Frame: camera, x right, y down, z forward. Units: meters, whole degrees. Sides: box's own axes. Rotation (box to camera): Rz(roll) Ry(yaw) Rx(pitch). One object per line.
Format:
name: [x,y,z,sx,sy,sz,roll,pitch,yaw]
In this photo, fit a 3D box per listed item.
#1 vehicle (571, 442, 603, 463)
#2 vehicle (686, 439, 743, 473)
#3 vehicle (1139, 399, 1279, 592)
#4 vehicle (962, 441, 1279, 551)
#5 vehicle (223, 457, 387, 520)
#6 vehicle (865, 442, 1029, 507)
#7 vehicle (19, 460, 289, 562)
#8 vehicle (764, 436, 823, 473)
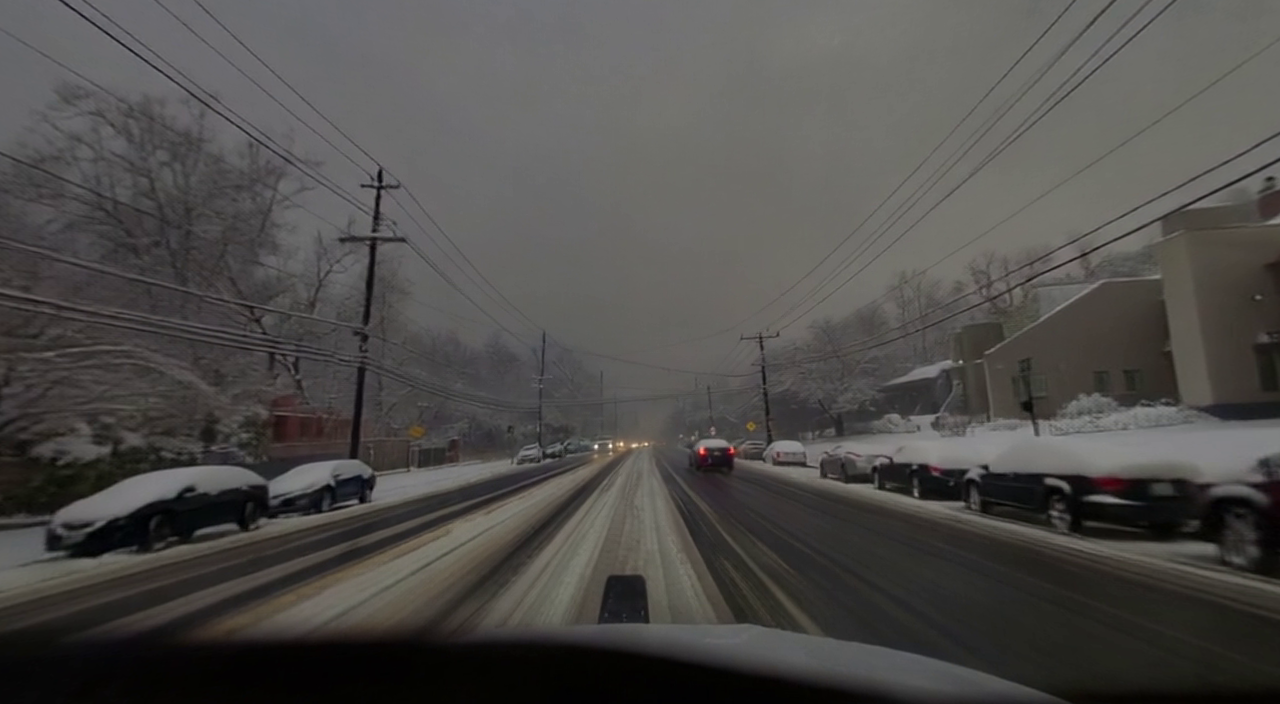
vehicle: [-4.028,7.704,48.404,1.989,1.474,4.112,-1,-9,2]
vehicle: [3.519,5.029,30.643,2.059,1.489,4.629,0,-9,-2]
vehicle: [7.625,1.256,5.084,2.250,1.935,6.052,0,-9,0]
vehicle: [7.687,2.265,10.709,1.943,1.441,4.494,0,-9,-2]
vehicle: [-9.340,3.801,18.174,2.117,1.474,4.740,0,-9,0]
vehicle: [7.892,3.164,16.831,2.093,1.472,4.434,0,-9,-1]
vehicle: [-9.426,3.057,12.859,1.944,1.524,4.404,-2,-9,1]
vehicle: [7.939,5.354,33.086,1.879,1.765,4.339,0,-9,-1]
